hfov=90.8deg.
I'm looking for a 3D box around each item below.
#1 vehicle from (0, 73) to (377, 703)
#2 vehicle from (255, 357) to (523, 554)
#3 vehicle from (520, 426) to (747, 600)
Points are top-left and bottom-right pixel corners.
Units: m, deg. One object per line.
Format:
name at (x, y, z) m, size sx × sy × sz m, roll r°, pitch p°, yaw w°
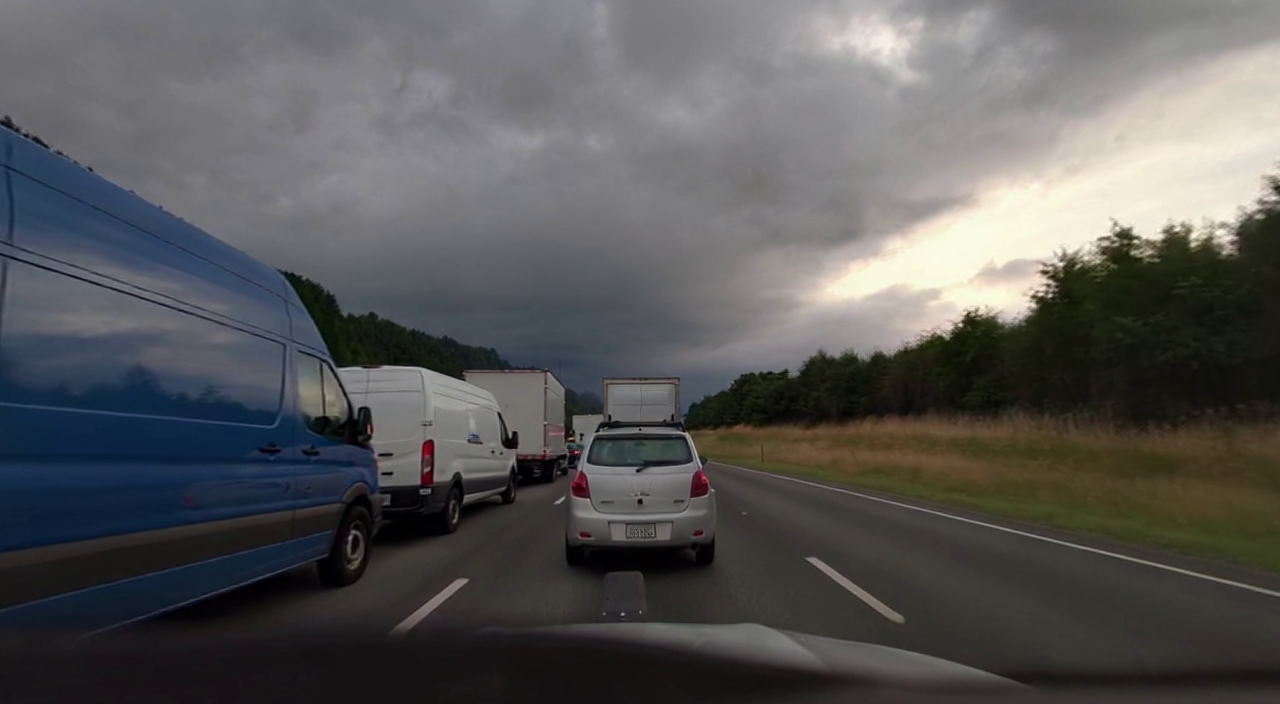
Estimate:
vehicle at (-4.052, 0.341, 3.755) m, size 2.254 × 2.879 × 6.656 m, roll 0°, pitch -9°, yaw -2°
vehicle at (-4.024, 1.911, 12.017) m, size 2.349 × 2.643 × 6.807 m, roll 0°, pitch -9°, yaw -1°
vehicle at (-0.100, 1.687, 7.331) m, size 1.995 × 1.495 × 3.380 m, roll 0°, pitch -9°, yaw -1°
